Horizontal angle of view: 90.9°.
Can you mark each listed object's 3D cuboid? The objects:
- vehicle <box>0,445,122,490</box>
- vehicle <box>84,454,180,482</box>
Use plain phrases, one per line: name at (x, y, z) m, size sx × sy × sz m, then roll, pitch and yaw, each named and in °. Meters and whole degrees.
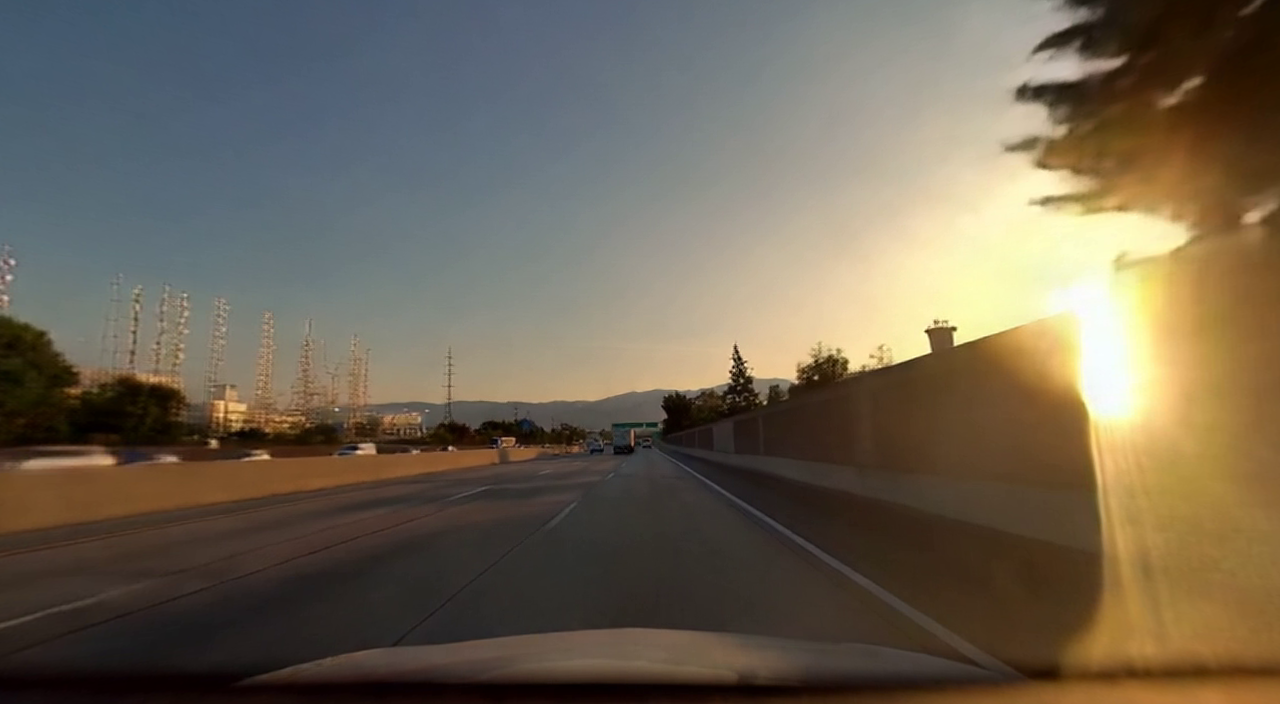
vehicle at (-27.708, 5.343, 29.688) m, size 2.132 × 1.908 × 5.131 m, roll -1°, pitch -8°, yaw 1°
vehicle at (-31.603, 7.193, 39.474) m, size 1.866 × 1.495 × 4.906 m, roll 0°, pitch -8°, yaw 1°
